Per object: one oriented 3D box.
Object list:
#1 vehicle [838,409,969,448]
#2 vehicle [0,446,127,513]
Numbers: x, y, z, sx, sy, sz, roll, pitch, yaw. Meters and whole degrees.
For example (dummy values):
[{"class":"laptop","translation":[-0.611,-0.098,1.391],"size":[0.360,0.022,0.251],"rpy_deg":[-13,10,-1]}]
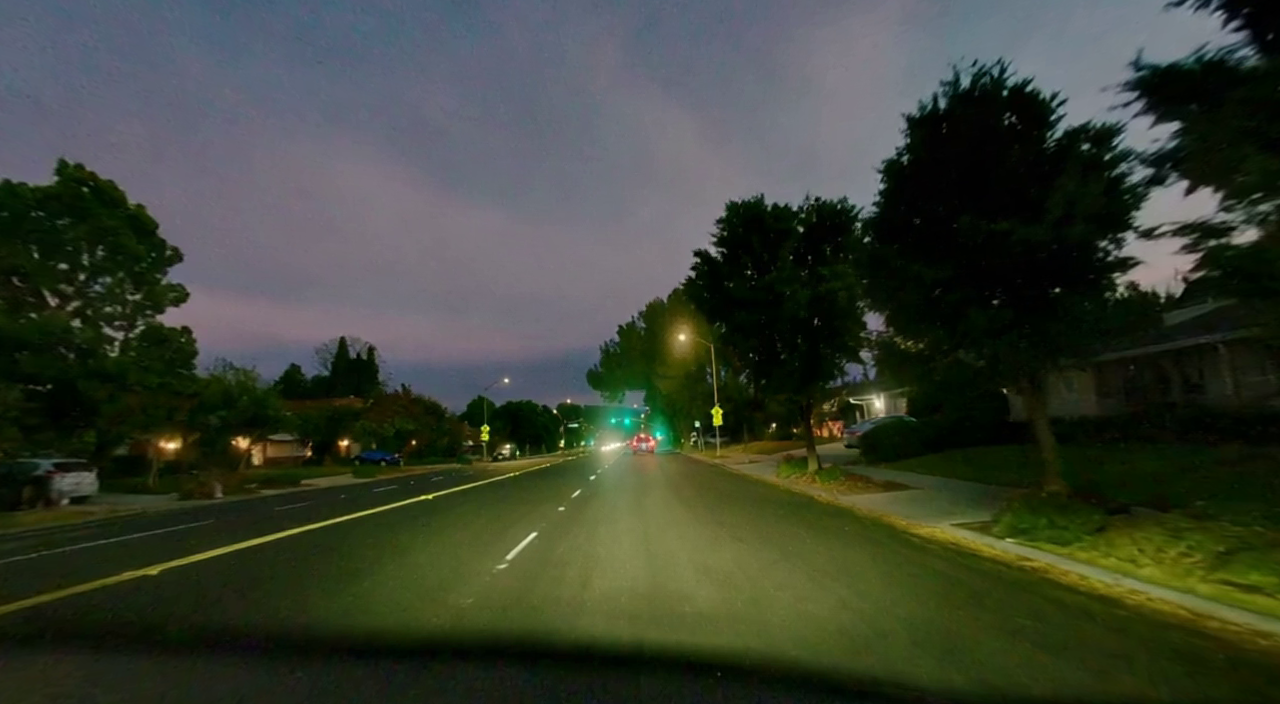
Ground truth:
[{"class":"vehicle","translation":[11.363,3.396,27.564],"size":[4.996,1.563,1.984],"rpy_deg":[-3,-9,15]},{"class":"vehicle","translation":[-19.675,4.203,21.263],"size":[1.926,2.039,3.339],"rpy_deg":[0,-8,-4]}]
